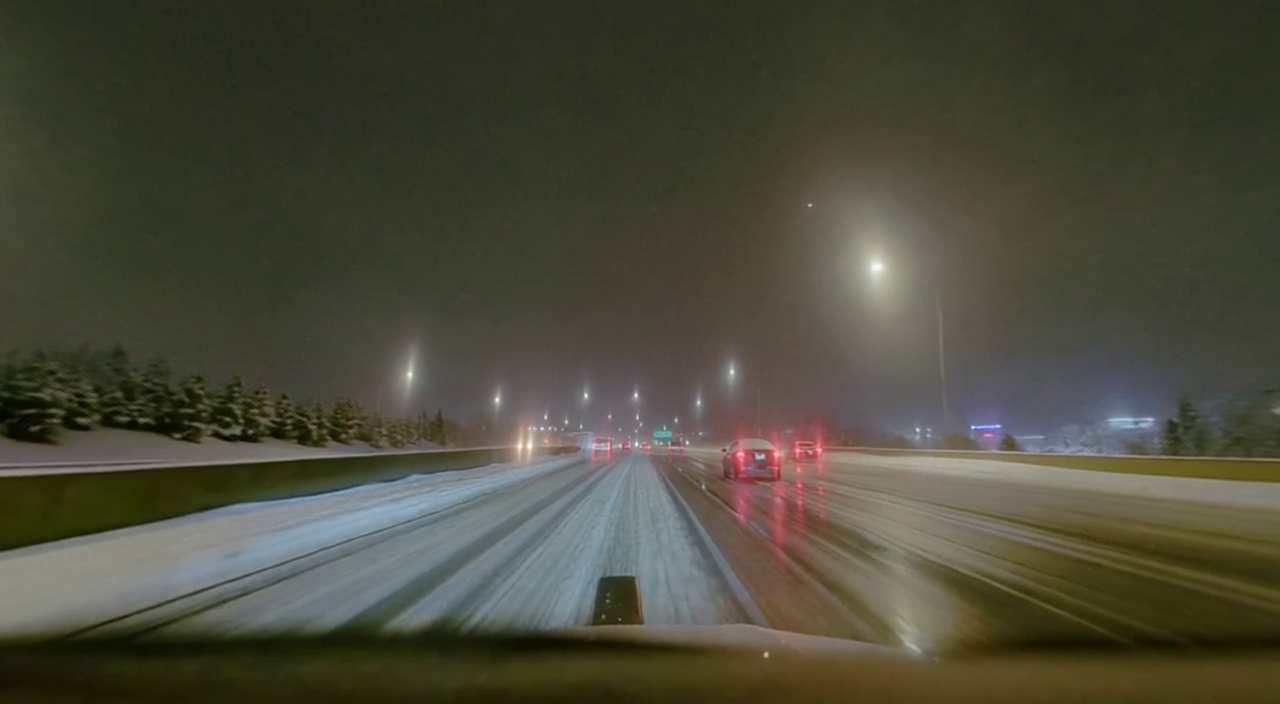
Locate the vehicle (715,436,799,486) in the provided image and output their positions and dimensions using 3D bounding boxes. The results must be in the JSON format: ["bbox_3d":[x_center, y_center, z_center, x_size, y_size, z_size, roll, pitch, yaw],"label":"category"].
[{"bbox_3d":[3.840,3.647,21.480,1.961,1.504,4.094,0,-8,-1],"label":"vehicle"}]

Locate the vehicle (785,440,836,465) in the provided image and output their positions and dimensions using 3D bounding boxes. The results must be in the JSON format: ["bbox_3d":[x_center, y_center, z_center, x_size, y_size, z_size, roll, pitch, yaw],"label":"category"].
[{"bbox_3d":[11.104,6.571,41.468,2.019,1.529,4.385,0,-8,-1],"label":"vehicle"}]
